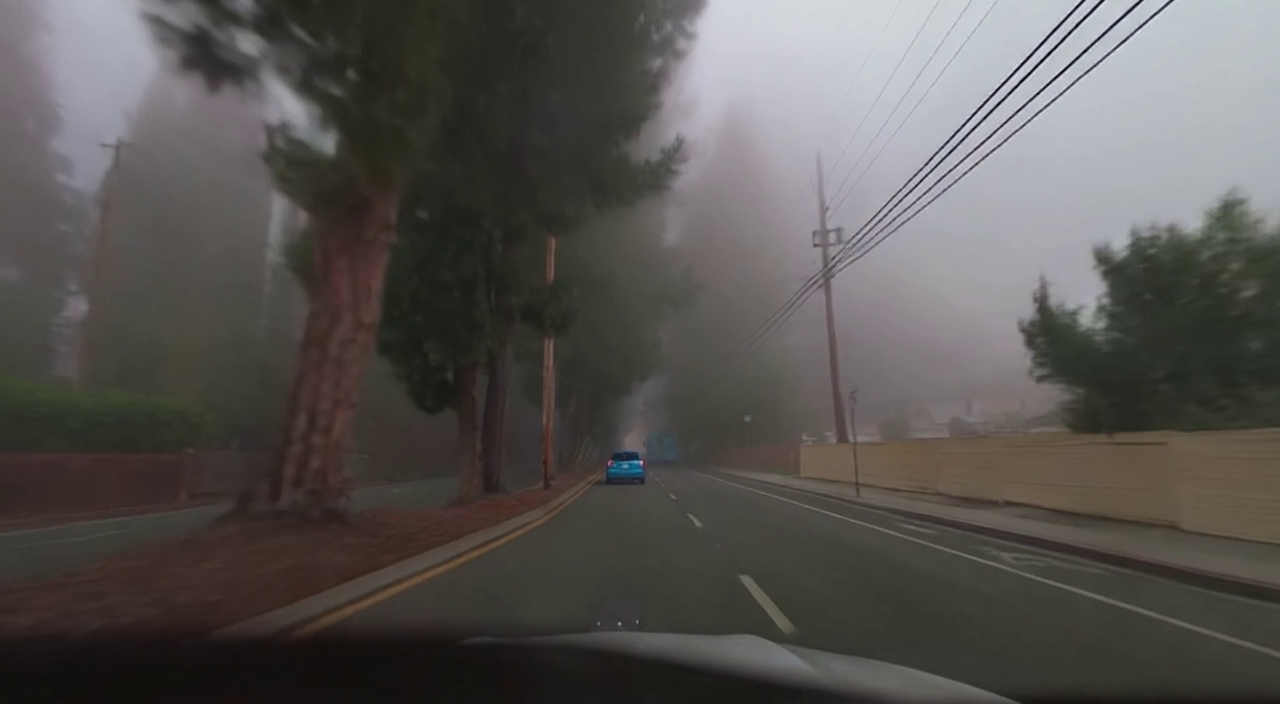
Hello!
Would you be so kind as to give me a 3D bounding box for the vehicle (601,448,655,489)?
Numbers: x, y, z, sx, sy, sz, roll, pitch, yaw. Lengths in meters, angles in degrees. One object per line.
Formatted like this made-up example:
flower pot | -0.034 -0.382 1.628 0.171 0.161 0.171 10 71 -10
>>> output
vehicle | -0.465 4.736 26.009 2.018 1.511 3.993 0 -9 0
